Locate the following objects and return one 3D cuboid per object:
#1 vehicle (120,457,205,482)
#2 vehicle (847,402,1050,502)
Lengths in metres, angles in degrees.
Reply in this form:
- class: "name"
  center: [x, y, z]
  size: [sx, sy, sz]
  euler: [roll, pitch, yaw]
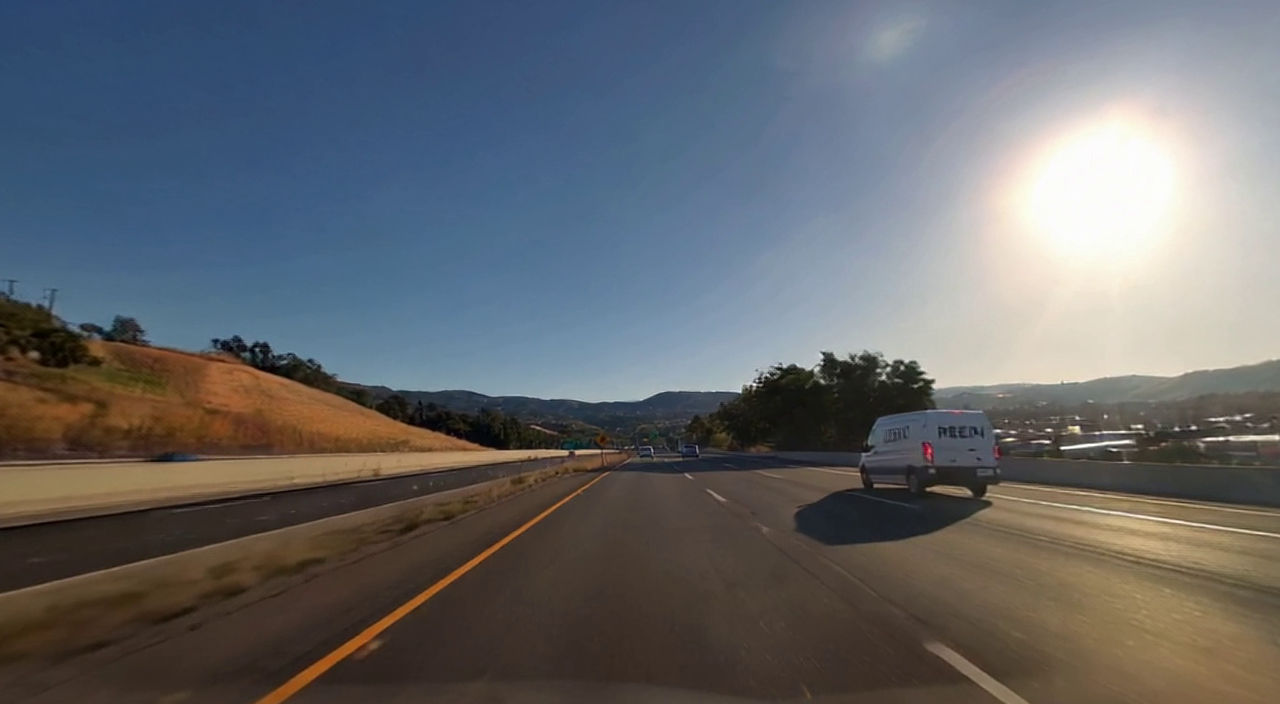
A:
- class: "vehicle"
  center: [-31.959, 7.842, 42.417]
  size: [1.895, 1.497, 4.794]
  euler: [0, -8, 1]
- class: "vehicle"
  center: [7.330, 2.485, 15.927]
  size: [2.275, 2.059, 5.543]
  euler: [0, -8, 0]
